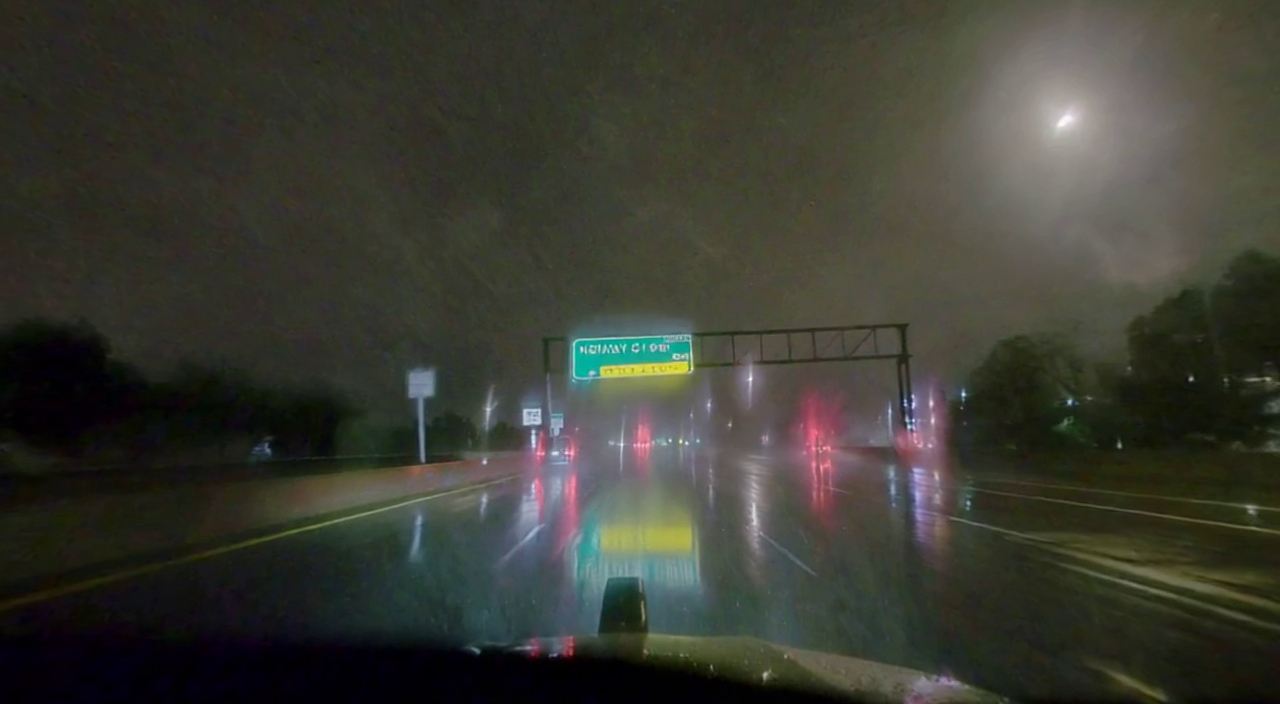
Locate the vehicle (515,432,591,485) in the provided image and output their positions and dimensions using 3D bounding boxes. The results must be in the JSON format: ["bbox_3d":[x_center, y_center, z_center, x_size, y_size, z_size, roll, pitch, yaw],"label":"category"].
[{"bbox_3d":[-3.017,3.823,22.879,2.072,1.706,4.359,0,-8,1],"label":"vehicle"}]
